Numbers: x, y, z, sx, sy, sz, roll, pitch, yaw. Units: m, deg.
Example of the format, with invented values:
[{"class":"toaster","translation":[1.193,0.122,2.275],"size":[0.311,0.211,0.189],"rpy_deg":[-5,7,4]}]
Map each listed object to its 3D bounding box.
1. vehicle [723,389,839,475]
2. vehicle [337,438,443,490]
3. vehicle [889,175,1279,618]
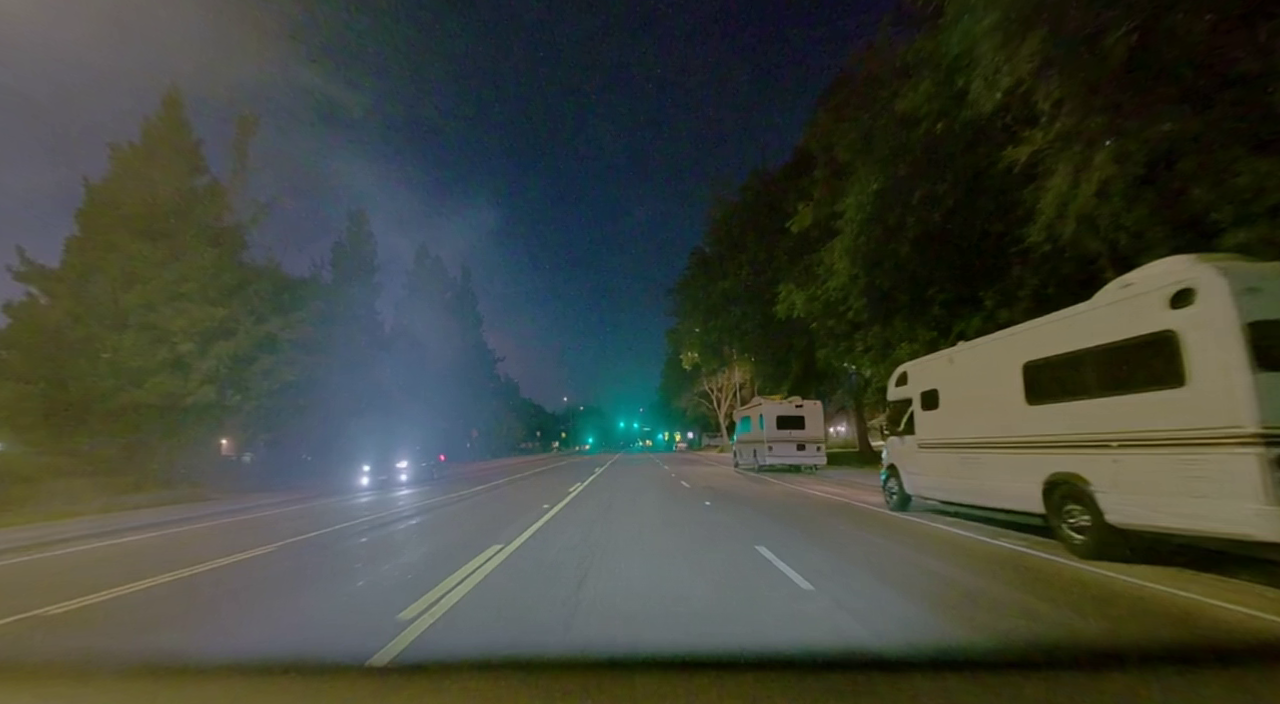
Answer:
[{"class":"vehicle","translation":[6.046,3.781,29.086],"size":[2.944,3.252,9.712],"rpy_deg":[0,-9,-1]},{"class":"vehicle","translation":[-9.944,4.466,25.658],"size":[2.391,1.843,4.764],"rpy_deg":[-2,-8,-1]},{"class":"vehicle","translation":[6.151,0.828,8.047],"size":[2.818,3.236,7.567],"rpy_deg":[0,-8,0]}]
